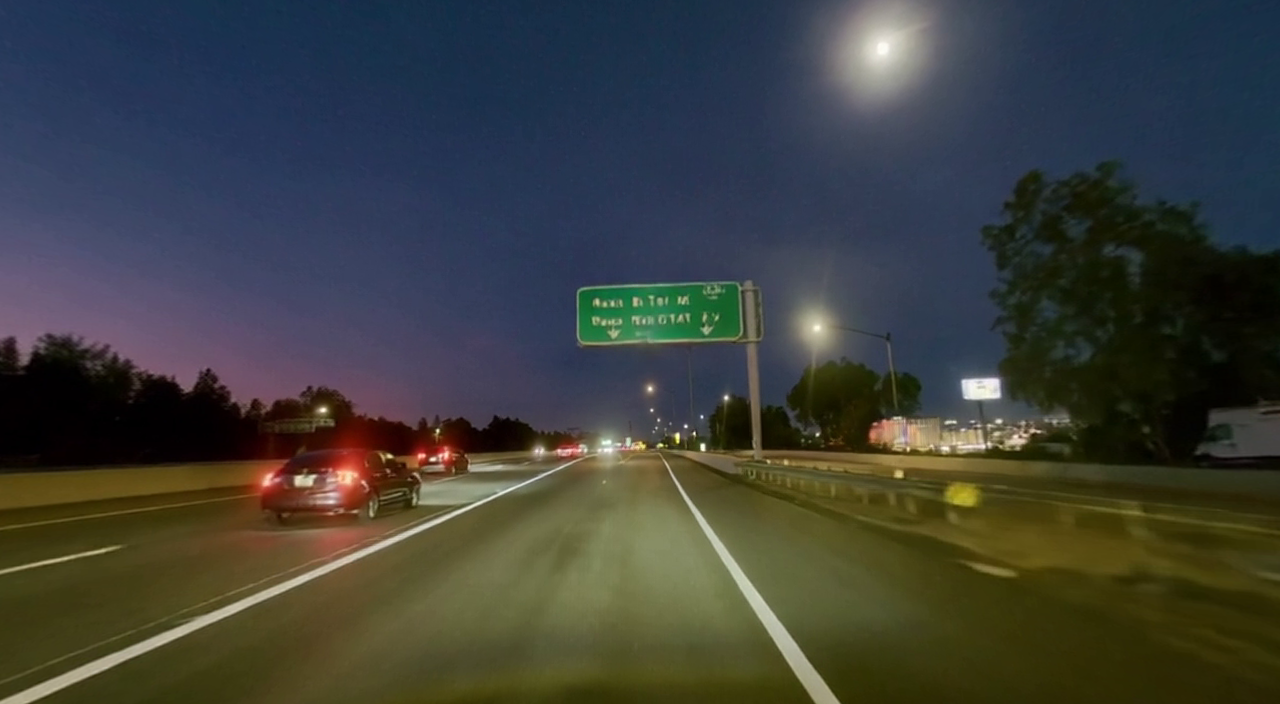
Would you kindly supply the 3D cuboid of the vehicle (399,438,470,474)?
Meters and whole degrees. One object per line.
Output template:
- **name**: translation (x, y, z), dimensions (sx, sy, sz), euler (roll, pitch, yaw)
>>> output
- **vehicle**: translation (-10.532, 5.376, 32.849), dimensions (2.126, 1.671, 5.173), euler (0, -8, -2)

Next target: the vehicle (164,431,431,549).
- **vehicle**: translation (-5.162, 2.113, 10.500), dimensions (1.940, 1.479, 4.777), euler (0, -8, -2)
